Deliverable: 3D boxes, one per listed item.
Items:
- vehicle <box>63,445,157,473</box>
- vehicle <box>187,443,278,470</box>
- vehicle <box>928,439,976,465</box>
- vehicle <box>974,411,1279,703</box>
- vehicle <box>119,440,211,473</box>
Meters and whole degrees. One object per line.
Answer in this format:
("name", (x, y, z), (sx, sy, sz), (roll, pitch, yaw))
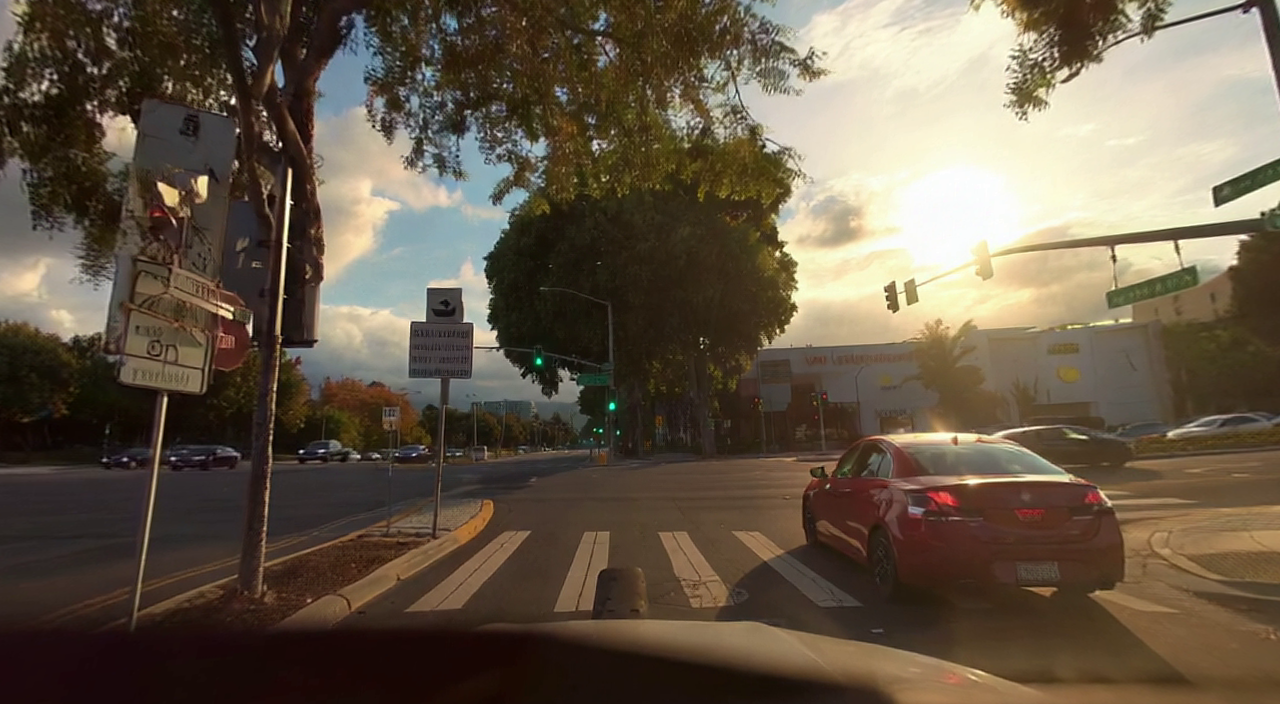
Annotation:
("vehicle", (-34.006, 6.856, 40.648), (2.079, 1.681, 4.675), (0, -8, -1))
("vehicle", (-22.978, 5.894, 35.806), (2.206, 1.447, 4.697), (0, -8, -2))
("vehicle", (19.250, 6.142, 39.048), (1.930, 1.492, 4.703), (-3, -9, 18))
("vehicle", (4.112, 1.070, 3.303), (1.940, 1.487, 4.562), (0, -8, -4))
("vehicle", (-27.002, 5.938, 36.057), (1.886, 1.694, 4.420), (0, -8, -2))
